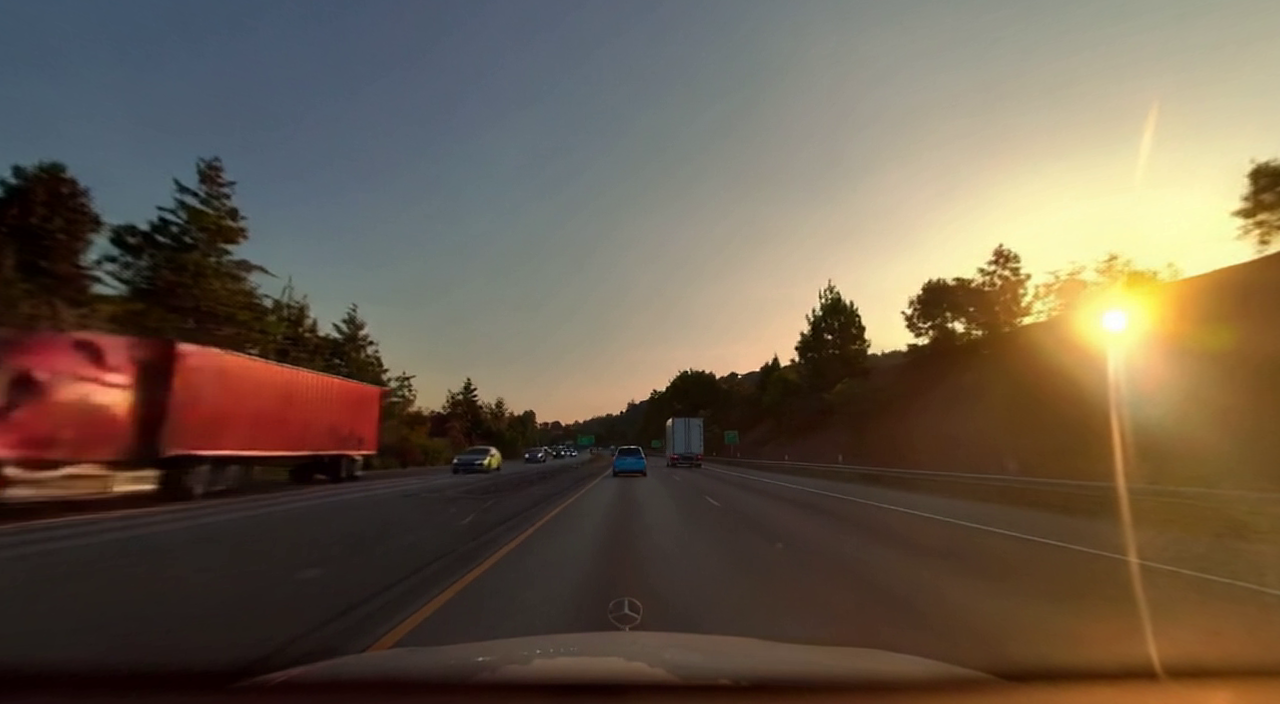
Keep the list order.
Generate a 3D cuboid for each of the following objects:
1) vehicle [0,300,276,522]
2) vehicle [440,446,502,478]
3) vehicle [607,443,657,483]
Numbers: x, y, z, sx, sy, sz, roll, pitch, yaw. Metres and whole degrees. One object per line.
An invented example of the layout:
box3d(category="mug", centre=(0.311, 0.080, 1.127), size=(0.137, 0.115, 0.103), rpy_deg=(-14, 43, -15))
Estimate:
box3d(category="vehicle", centre=(-12.991, 1.671, 15.516), size=(3.019, 4.044, 8.230), rpy_deg=(0, -9, 0))
box3d(category="vehicle", centre=(-8.868, 5.804, 33.434), size=(1.961, 1.521, 4.766), rpy_deg=(0, -9, 0))
box3d(category="vehicle", centre=(-0.393, 5.178, 29.625), size=(2.190, 1.706, 4.062), rpy_deg=(0, -9, -1))
